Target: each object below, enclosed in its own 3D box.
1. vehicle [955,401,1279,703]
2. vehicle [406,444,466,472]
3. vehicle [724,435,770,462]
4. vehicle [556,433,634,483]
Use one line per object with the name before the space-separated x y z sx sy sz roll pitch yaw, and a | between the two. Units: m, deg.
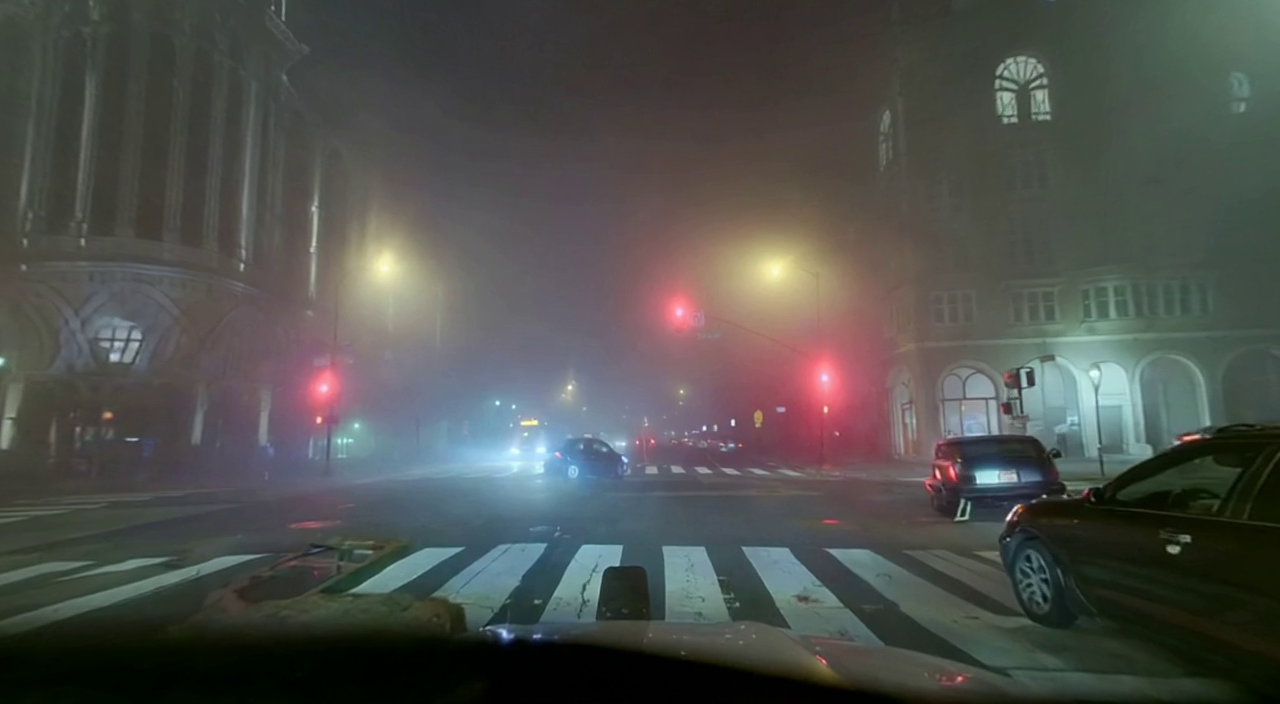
vehicle | 3.830 1.177 4.033 2.006 1.495 4.271 -1 -8 10
vehicle | -11.776 6.120 36.721 1.998 1.505 4.405 0 -8 0
vehicle | 6.405 5.827 38.164 1.926 1.574 3.961 0 -8 -2
vehicle | -1.857 3.870 23.649 2.050 1.465 5.388 -1 -6 -13
